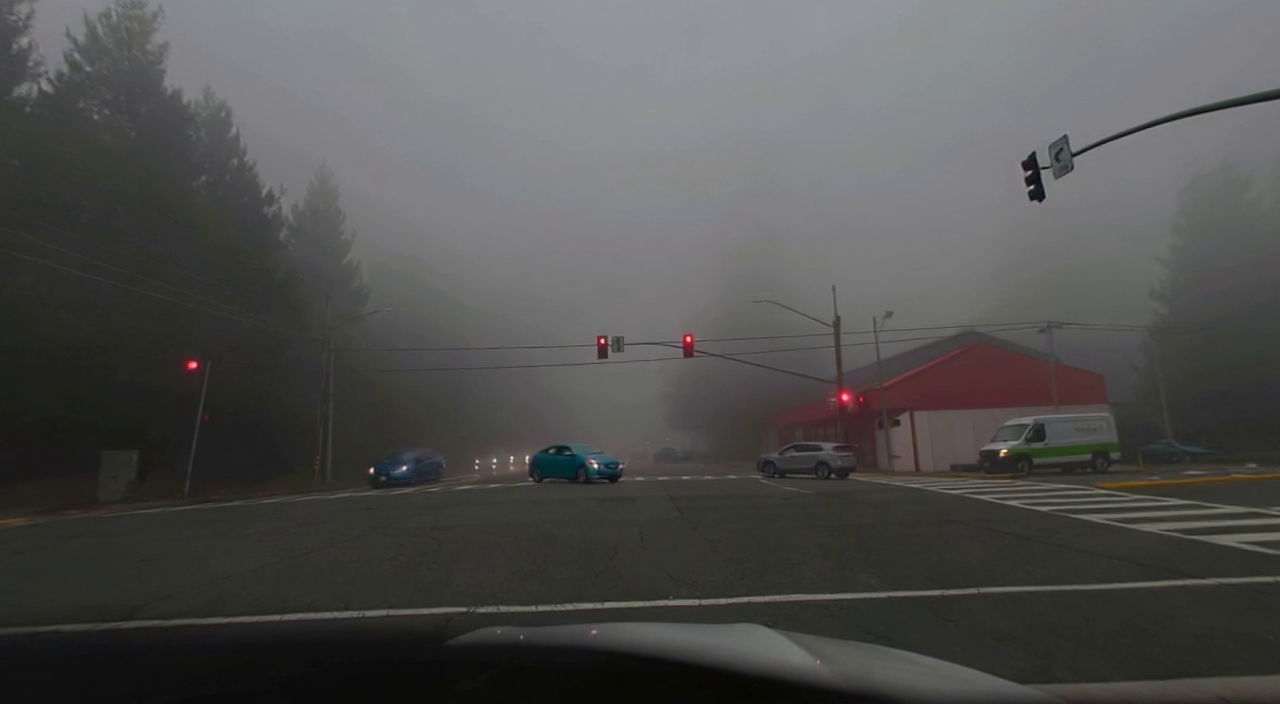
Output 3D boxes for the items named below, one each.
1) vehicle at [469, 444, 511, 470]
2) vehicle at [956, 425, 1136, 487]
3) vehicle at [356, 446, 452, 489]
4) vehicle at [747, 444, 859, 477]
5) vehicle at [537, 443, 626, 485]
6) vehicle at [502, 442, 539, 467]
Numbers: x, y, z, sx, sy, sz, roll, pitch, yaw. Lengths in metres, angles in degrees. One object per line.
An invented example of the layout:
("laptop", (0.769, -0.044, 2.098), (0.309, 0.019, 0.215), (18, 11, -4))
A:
("vehicle", (-8.976, 6.339, 38.210), (1.779, 1.460, 4.463), (1, -9, -4))
("vehicle", (14.847, 3.765, 23.129), (5.910, 2.046, 2.228), (3, -9, -19))
("vehicle", (-8.888, 4.365, 24.236), (2.024, 1.460, 4.381), (0, -9, 0))
("vehicle", (7.751, 5.159, 30.163), (4.828, 1.453, 1.919), (-5, -10, 28))
("vehicle", (-2.256, 4.097, 23.465), (1.846, 1.416, 4.228), (4, -10, -27))
("vehicle", (-8.649, 7.458, 46.179), (2.087, 1.718, 4.700), (0, -9, -3))
